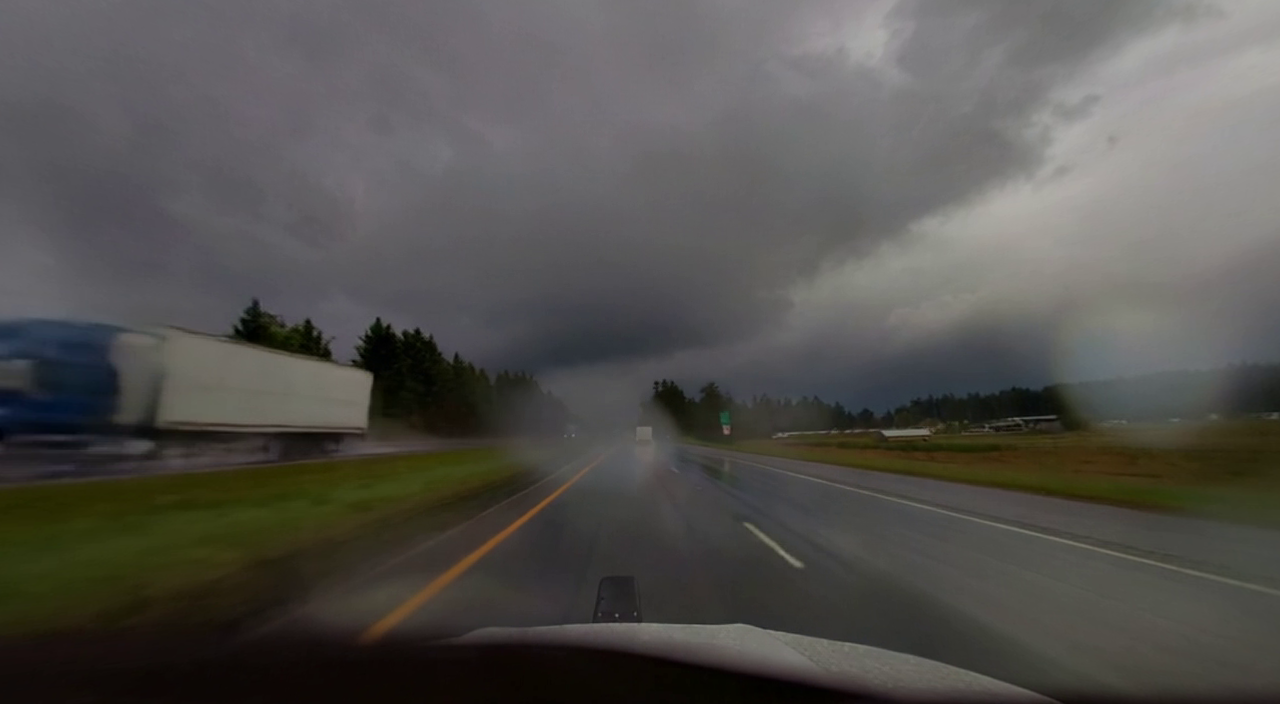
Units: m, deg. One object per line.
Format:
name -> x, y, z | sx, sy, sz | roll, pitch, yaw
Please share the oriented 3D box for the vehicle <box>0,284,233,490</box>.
vehicle -> -12.927, 1.003, 14.649 | 2.994, 3.854, 5.842 | 0, -8, -2
